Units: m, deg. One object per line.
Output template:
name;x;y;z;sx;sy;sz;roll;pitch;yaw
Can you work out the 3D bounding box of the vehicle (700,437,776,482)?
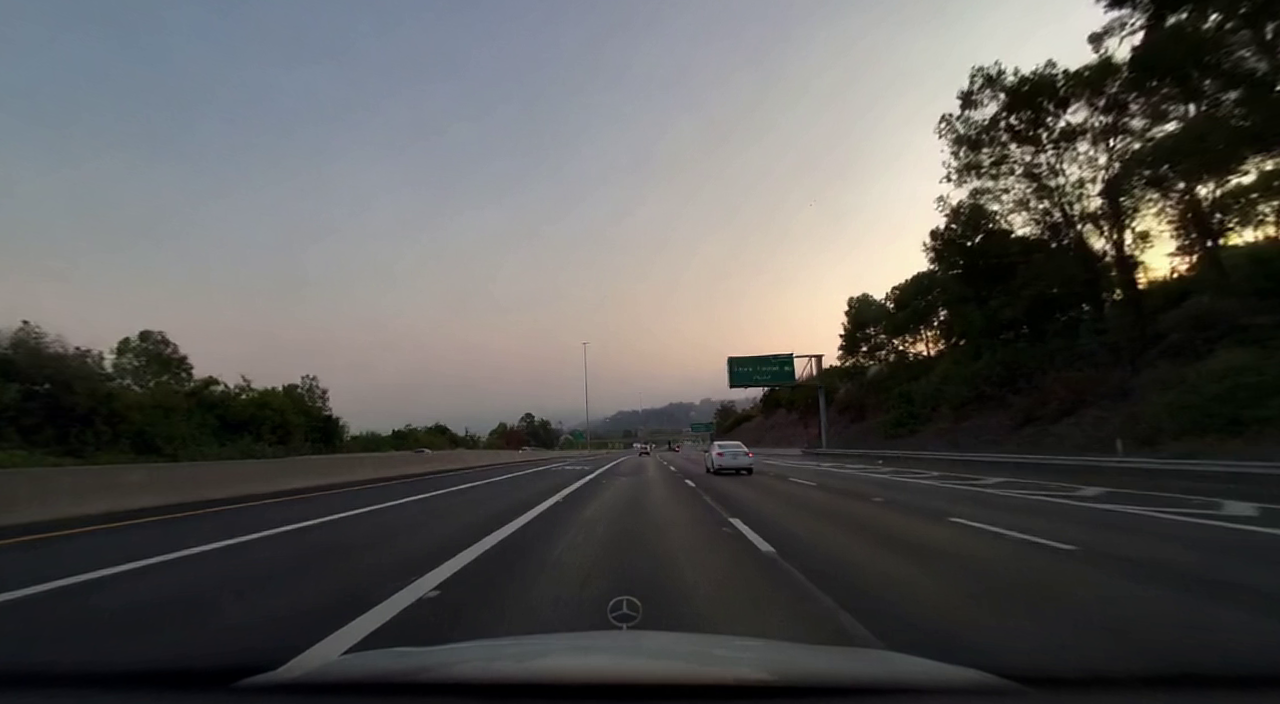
vehicle;3.568;4.022;23.874;1.999;1.492;4.673;0;-8;-1
